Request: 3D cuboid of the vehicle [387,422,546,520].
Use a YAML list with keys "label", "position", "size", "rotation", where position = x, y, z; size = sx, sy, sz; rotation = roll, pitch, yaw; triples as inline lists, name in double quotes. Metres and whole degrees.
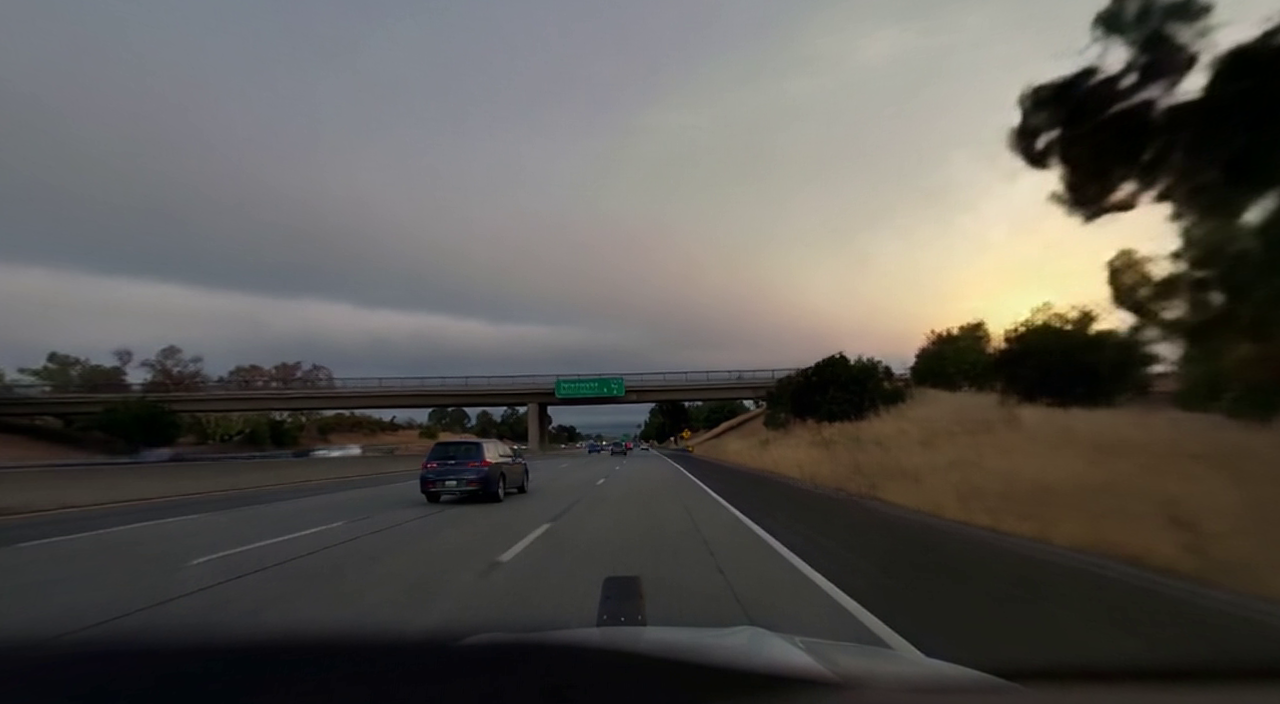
- label: "vehicle"
  position: [-3.411, 2.436, 13.379]
  size: [2.048, 1.705, 4.384]
  rotation: [0, -8, 1]
